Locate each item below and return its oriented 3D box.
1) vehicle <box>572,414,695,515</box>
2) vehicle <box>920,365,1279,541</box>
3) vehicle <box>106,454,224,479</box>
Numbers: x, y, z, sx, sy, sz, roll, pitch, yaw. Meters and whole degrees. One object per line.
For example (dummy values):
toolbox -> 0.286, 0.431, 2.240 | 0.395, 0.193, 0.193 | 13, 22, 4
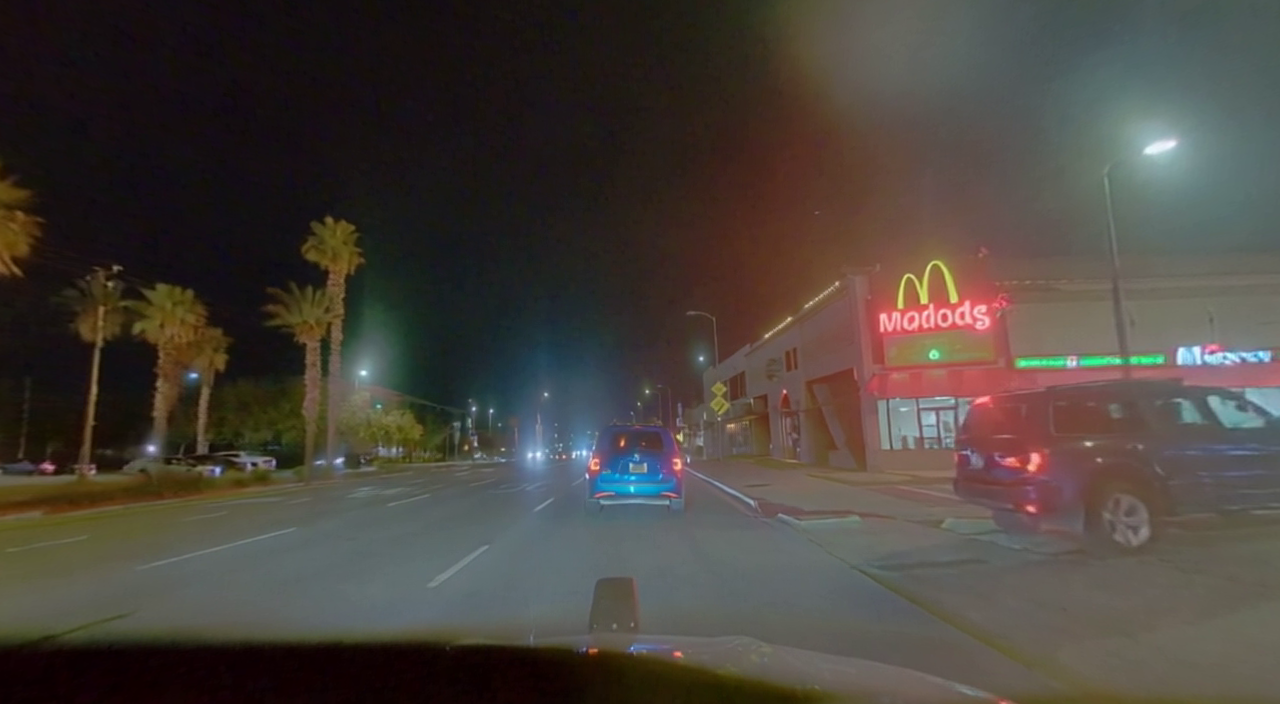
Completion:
vehicle -> -0.165, 2.337, 13.462 | 2.234, 1.818, 3.869 | 0, -9, -1
vehicle -> 6.239, 1.153, 7.394 | 4.828, 1.733, 2.231 | 0, -9, 0
vehicle -> -27.867, 6.729, 37.307 | 5.154, 1.343, 1.943 | 4, -9, -24
